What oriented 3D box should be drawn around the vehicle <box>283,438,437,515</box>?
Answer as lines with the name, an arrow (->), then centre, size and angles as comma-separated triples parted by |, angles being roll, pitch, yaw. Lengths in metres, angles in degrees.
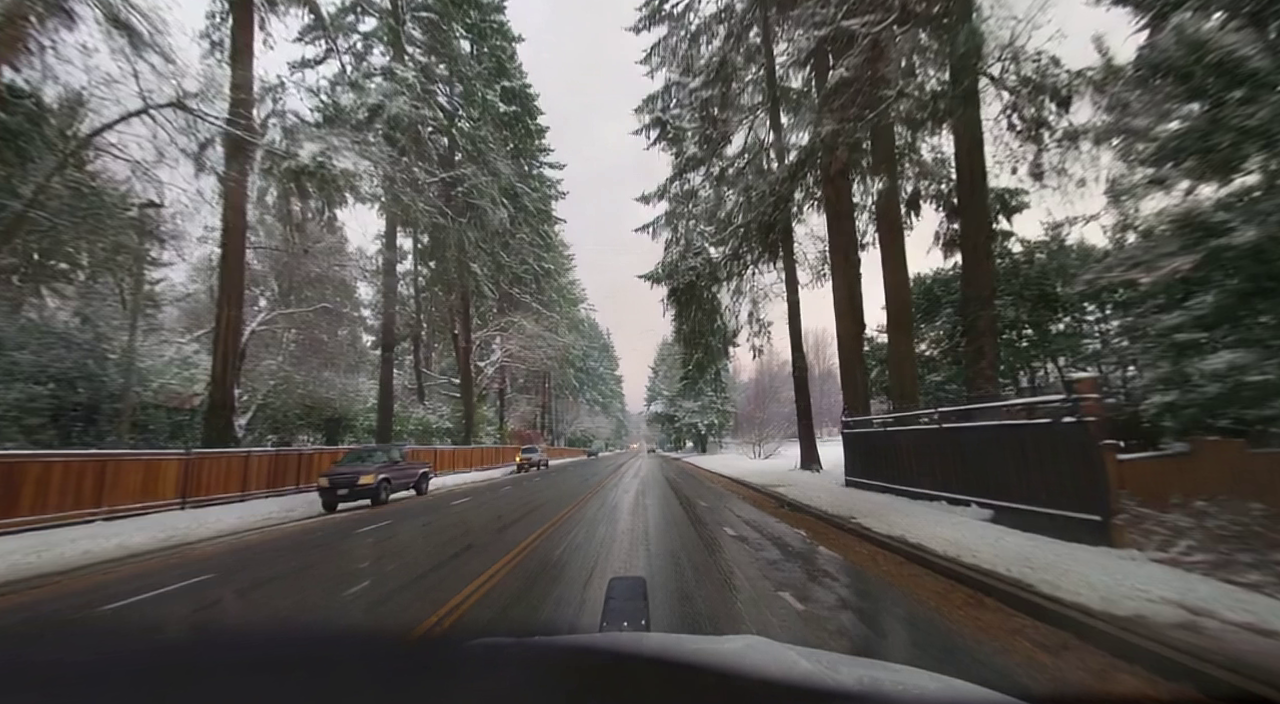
vehicle -> -7.426, 3.281, 17.323 | 1.999, 1.714, 4.517 | -3, -8, 3

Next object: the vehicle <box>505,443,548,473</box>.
vehicle -> -7.444, 6.993, 41.746 | 1.945, 1.760, 4.021 | -3, -8, 2
